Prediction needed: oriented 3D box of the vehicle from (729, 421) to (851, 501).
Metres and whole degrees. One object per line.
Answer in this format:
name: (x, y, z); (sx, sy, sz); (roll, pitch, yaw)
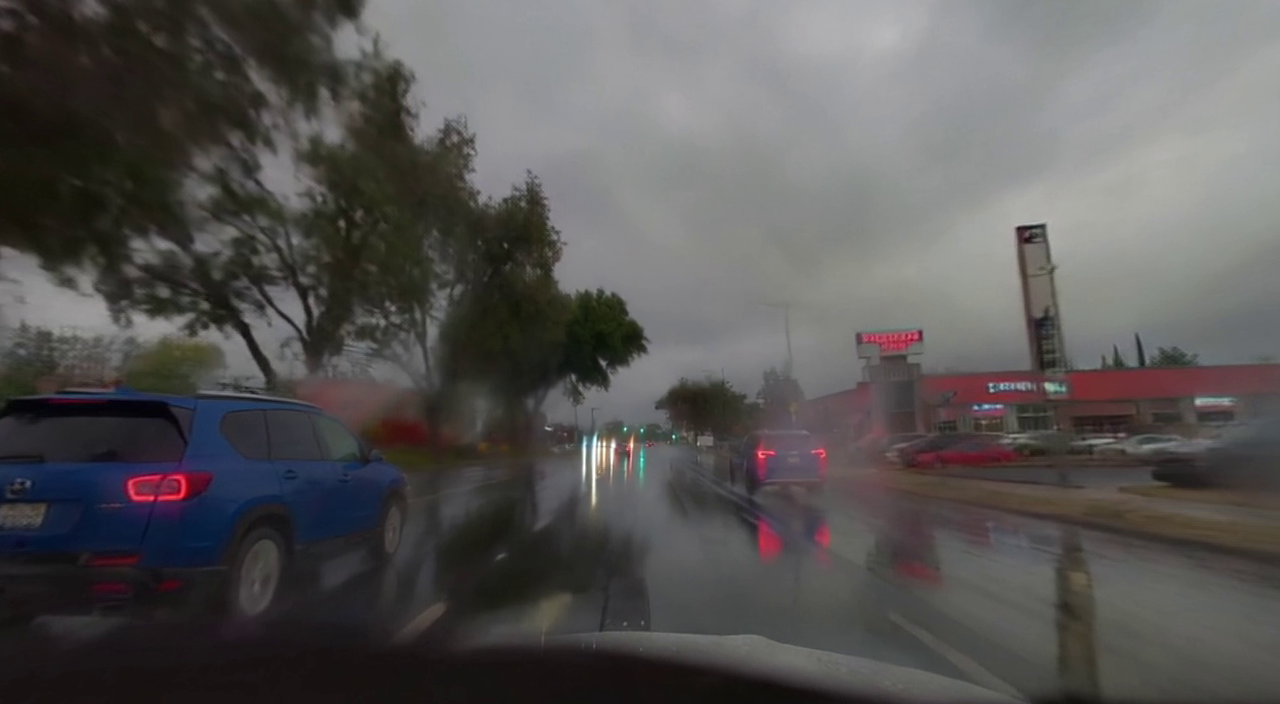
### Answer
vehicle: (3.669, 2.782, 16.380); (2.024, 1.773, 4.431); (0, -8, -1)

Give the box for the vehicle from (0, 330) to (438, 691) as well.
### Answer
vehicle: (-3.788, 1.182, 5.837); (2.210, 1.925, 4.838); (0, -8, 0)

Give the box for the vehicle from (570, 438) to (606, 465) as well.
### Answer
vehicle: (-3.623, 6.974, 44.424); (2.112, 1.775, 4.404); (0, -8, 1)

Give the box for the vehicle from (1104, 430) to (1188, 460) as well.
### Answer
vehicle: (32.079, 5.946, 40.115); (1.946, 1.801, 4.064); (0, -8, 0)

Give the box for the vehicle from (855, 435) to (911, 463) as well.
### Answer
vehicle: (15.686, 6.298, 40.927); (1.897, 1.662, 4.504); (0, -8, 1)

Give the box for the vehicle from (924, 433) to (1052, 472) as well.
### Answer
vehicle: (13.745, 3.975, 25.058); (4.040, 1.497, 1.702); (0, -8, -1)

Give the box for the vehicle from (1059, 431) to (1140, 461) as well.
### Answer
vehicle: (29.185, 6.002, 40.221); (2.051, 1.813, 4.095); (0, -8, 1)
